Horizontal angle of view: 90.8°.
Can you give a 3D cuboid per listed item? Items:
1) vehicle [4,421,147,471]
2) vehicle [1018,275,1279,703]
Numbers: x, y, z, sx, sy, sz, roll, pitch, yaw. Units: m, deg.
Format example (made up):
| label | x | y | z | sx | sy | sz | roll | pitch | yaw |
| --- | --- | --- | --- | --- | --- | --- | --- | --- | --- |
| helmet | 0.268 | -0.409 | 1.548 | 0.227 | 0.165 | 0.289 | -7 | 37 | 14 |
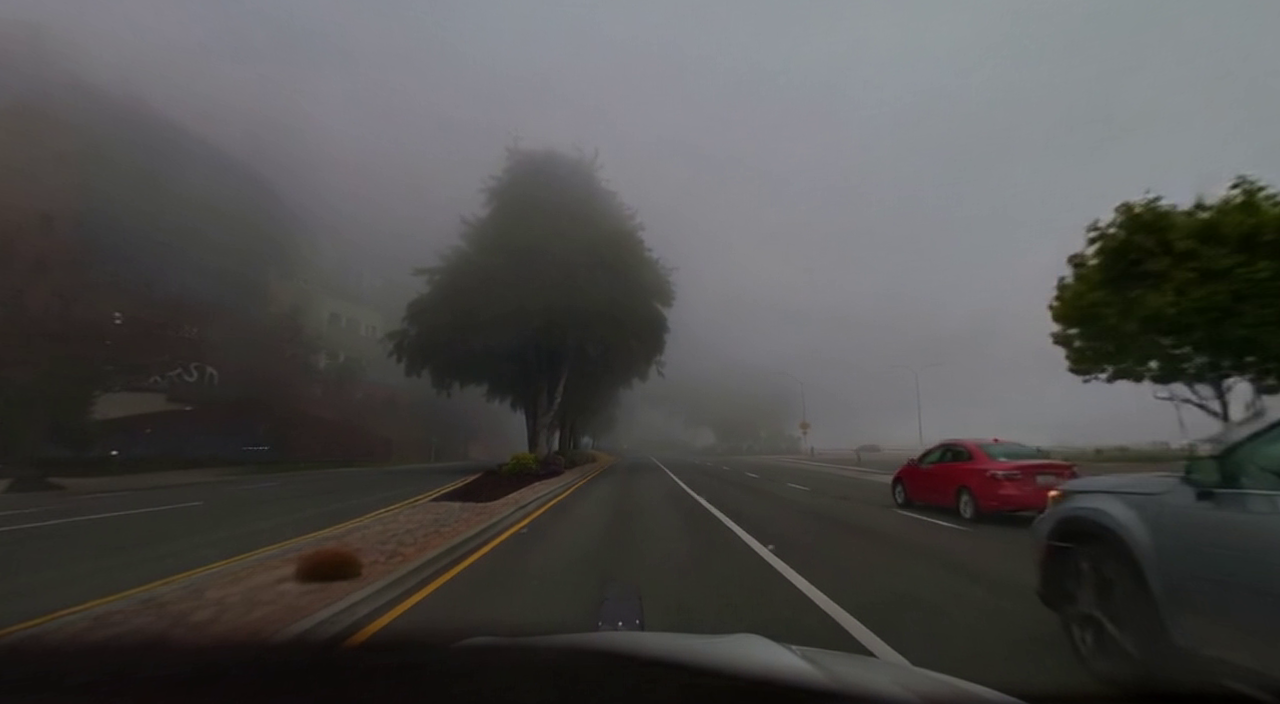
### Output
| label | x | y | z | sx | sy | sz | roll | pitch | yaw |
| --- | --- | --- | --- | --- | --- | --- | --- | --- | --- |
| vehicle | -34.845 | 5.817 | 39.200 | 6.180 | 2.962 | 2.395 | 0 | -9 | -4 |
| vehicle | 3.809 | 0.545 | 1.579 | 2.505 | 1.971 | 5.162 | 0 | -9 | 0 |
